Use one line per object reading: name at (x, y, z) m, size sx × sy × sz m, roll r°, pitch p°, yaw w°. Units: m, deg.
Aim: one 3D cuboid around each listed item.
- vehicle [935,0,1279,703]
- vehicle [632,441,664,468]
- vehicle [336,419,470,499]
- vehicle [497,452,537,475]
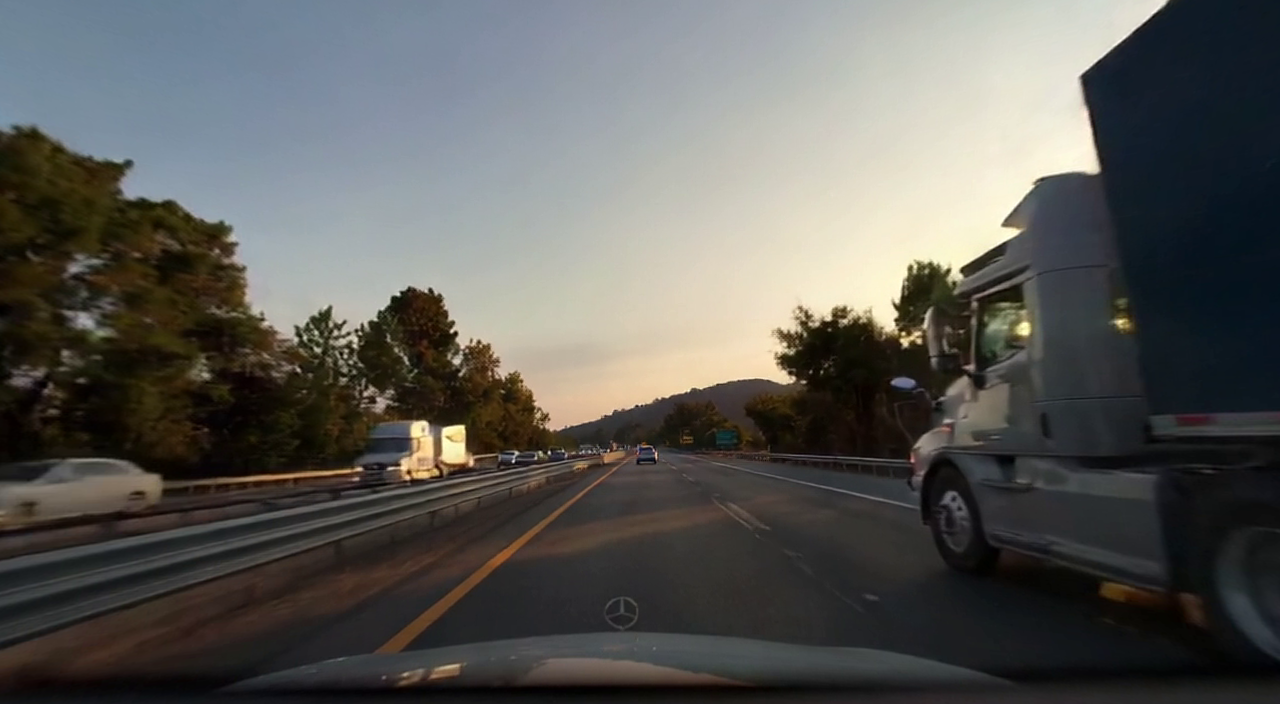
vehicle at (4.666, -0.302, 3.047) m, size 2.961 × 3.994 × 6.537 m, roll -1°, pitch -9°, yaw -1°
vehicle at (0.543, 7.077, 43.392) m, size 2.098 × 1.692 × 4.038 m, roll 0°, pitch -9°, yaw 0°
vehicle at (-9.000, 4.189, 24.883) m, size 2.380 × 2.679 × 7.252 m, roll 0°, pitch -9°, yaw 1°
vehicle at (-8.459, 7.698, 43.388) m, size 1.911 × 1.493 × 4.149 m, roll 0°, pitch -9°, yaw 1°
